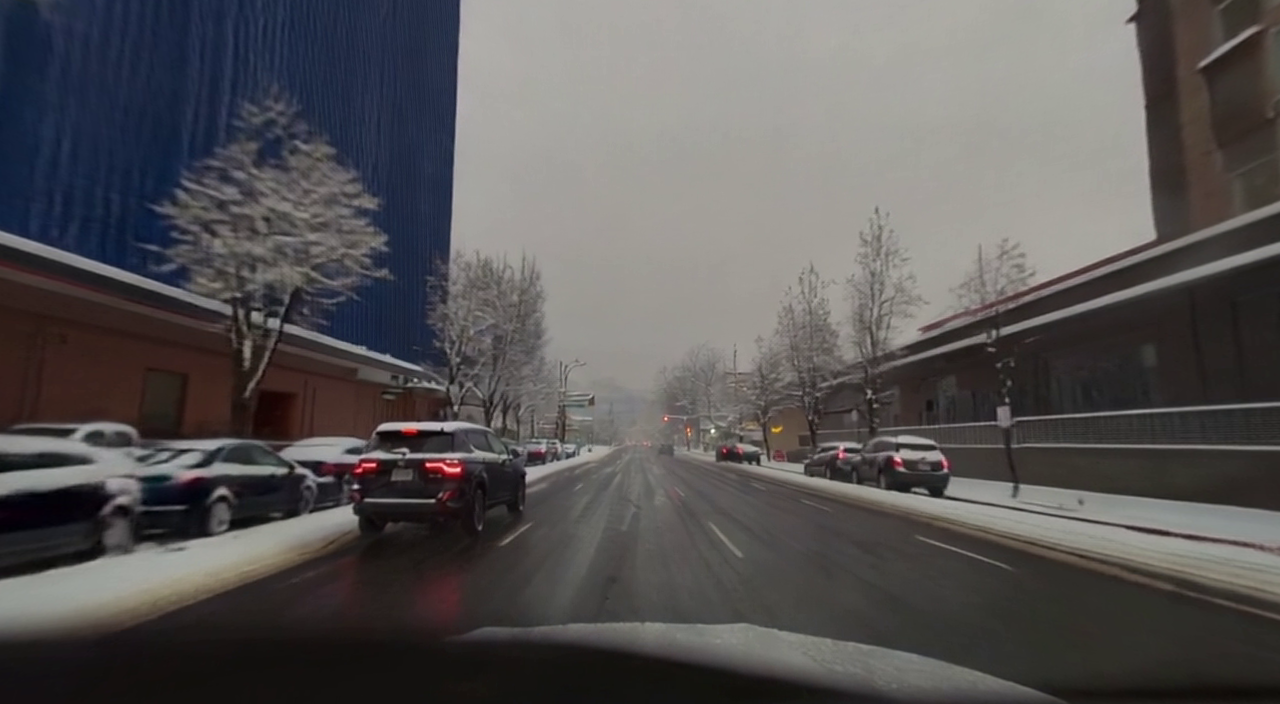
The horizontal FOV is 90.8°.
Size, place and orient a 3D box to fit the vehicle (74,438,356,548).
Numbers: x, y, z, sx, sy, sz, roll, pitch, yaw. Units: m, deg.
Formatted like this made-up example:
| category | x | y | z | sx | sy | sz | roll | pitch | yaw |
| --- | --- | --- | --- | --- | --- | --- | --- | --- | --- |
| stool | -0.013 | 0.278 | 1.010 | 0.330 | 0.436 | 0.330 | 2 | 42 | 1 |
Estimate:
| category | x | y | z | sx | sy | sz | roll | pitch | yaw |
| --- | --- | --- | --- | --- | --- | --- | --- | --- | --- |
| vehicle | -6.911 | 2.276 | 11.026 | 1.832 | 1.488 | 4.405 | 0 | -8 | 0 |

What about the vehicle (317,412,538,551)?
| category | x | y | z | sx | sy | sz | roll | pitch | yaw |
| --- | --- | --- | --- | --- | --- | --- | --- | --- | --- |
| vehicle | -3.082 | 1.968 | 10.340 | 2.002 | 1.756 | 4.366 | 0 | -8 | 1 |

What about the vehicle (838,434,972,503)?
| category | x | y | z | sx | sy | sz | roll | pitch | yaw |
| --- | --- | --- | --- | --- | --- | --- | --- | --- | --- |
| vehicle | 9.176 | 4.036 | 22.607 | 2.249 | 2.117 | 5.743 | 0 | -8 | 0 |

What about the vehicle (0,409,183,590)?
| category | x | y | z | sx | sy | sz | roll | pitch | yaw |
| --- | --- | --- | --- | --- | --- | --- | --- | --- | --- |
| vehicle | -7.067 | 1.441 | 6.234 | 1.880 | 1.713 | 4.172 | 0 | -9 | 1 |
